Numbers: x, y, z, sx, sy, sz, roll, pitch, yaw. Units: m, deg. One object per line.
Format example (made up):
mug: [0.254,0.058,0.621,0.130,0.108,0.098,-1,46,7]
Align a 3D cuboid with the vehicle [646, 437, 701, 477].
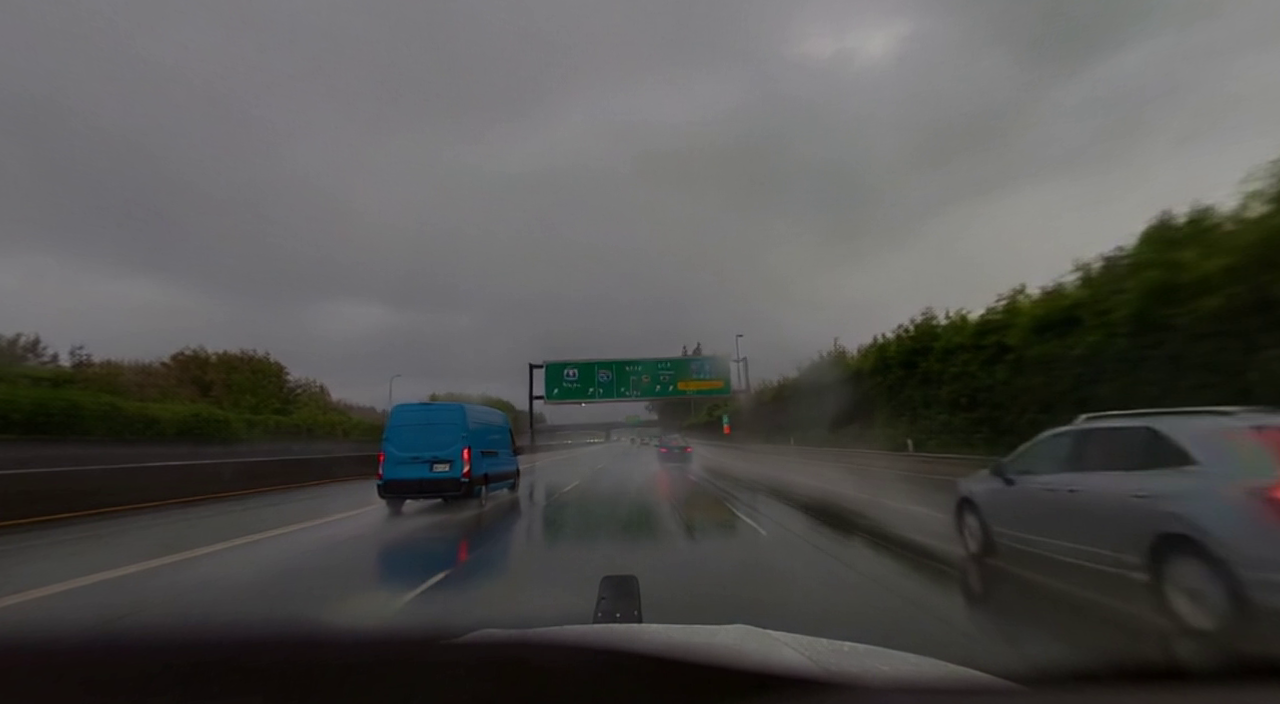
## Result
vehicle: [1.262,4.148,25.381,2.020,1.464,3.803,0,-8,0]

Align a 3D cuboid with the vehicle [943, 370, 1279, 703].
vehicle: [4.128,1.050,4.112,1.996,1.638,4.496,0,-8,-1]

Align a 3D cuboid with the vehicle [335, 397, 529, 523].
vehicle: [-3.884,2.113,12.986,2.275,2.053,5.082,0,-8,-1]
